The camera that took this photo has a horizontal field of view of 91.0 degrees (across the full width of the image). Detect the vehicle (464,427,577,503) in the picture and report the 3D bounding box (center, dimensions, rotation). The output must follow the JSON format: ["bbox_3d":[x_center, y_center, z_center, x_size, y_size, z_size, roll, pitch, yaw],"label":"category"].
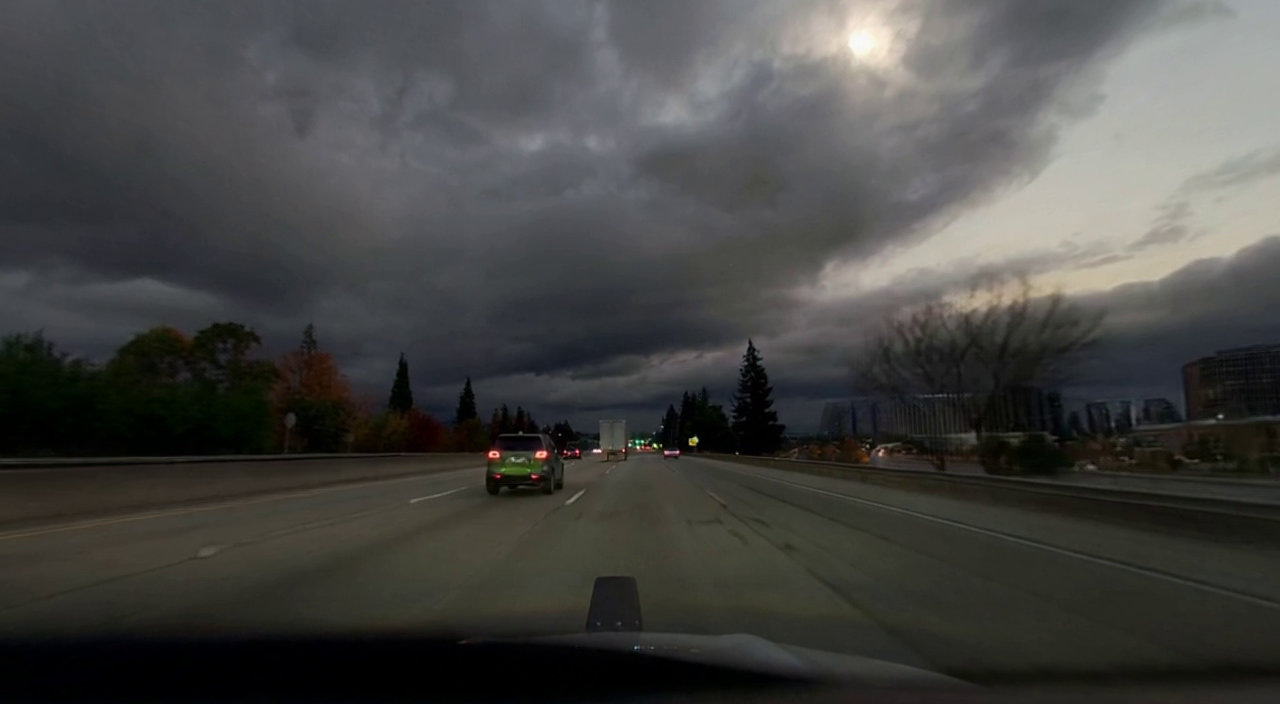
[{"bbox_3d":[-3.033,2.979,17.016,2.111,1.742,4.315,0,-9,1],"label":"vehicle"}]
